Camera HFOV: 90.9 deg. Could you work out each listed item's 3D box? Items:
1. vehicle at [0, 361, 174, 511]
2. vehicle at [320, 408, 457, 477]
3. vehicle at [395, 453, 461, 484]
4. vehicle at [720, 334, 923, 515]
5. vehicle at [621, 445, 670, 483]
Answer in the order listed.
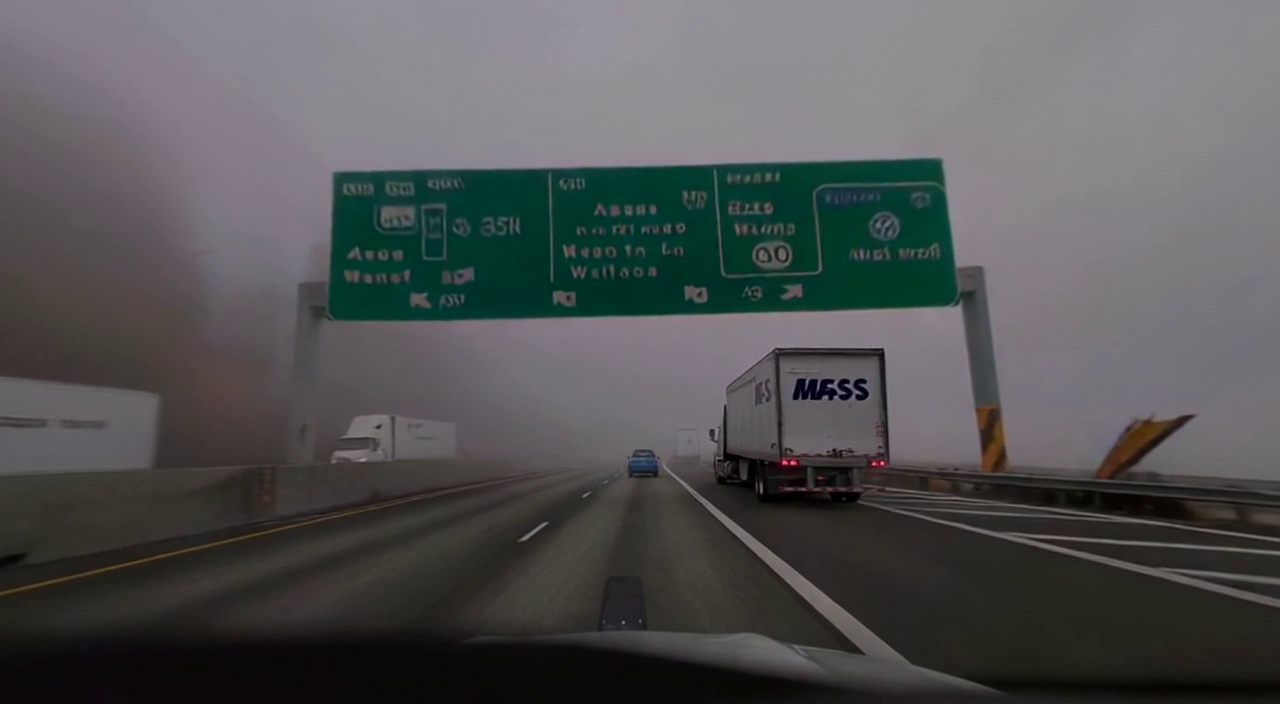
[{"bbox_3d":[-18.427,2.323,17.262,2.753,3.956,11.031,0,-9,0],"label":"vehicle"},{"bbox_3d":[-17.429,6.750,46.028,3.305,4.034,16.829,1,-9,-1],"label":"vehicle"},{"bbox_3d":[-10.684,5.885,32.082,2.016,1.450,3.690,0,-9,1],"label":"vehicle"},{"bbox_3d":[5.011,2.692,21.465,3.002,4.104,14.174,0,-9,1],"label":"vehicle"},{"bbox_3d":[0.265,5.204,29.529,2.121,1.642,3.828,0,-9,1],"label":"vehicle"}]
